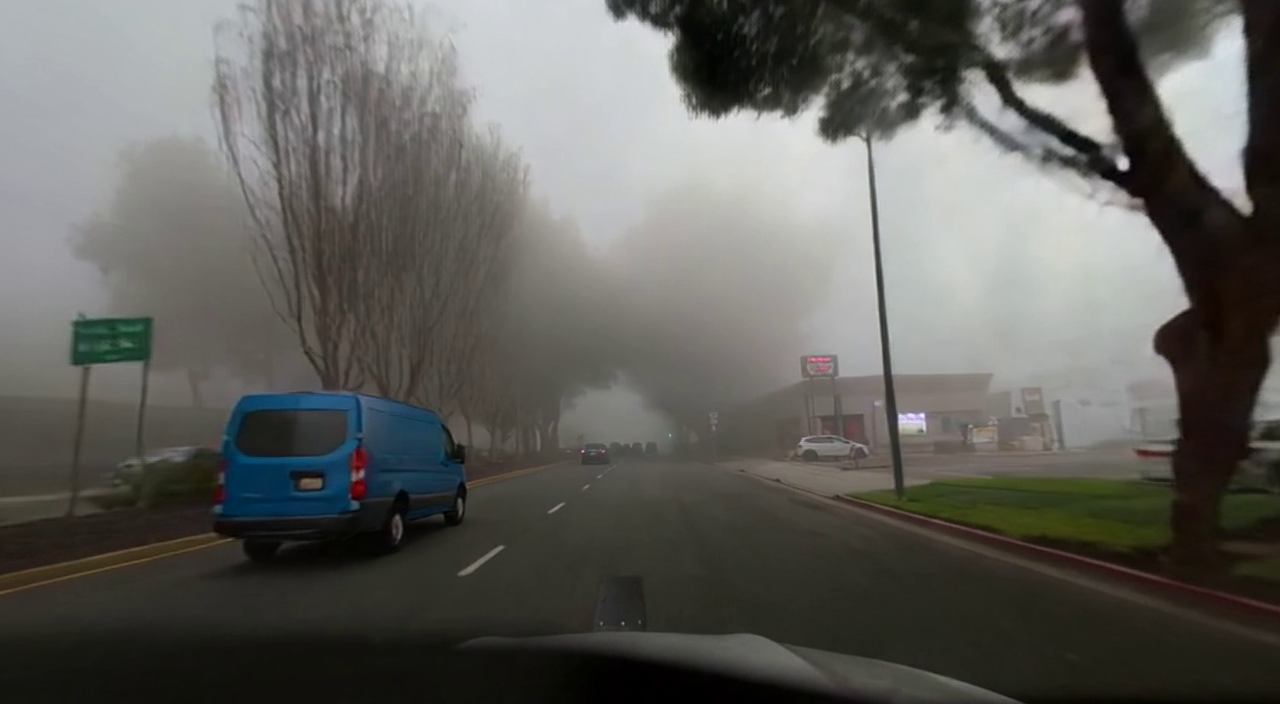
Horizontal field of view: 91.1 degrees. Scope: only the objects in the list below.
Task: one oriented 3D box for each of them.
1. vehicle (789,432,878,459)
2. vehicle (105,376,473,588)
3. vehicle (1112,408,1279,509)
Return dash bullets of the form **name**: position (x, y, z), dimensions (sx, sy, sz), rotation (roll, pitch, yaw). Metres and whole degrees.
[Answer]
- **vehicle**: position (11.371, 5.528, 37.116), dimensions (4.607, 1.471, 1.982), rotation (0, -8, 0)
- **vehicle**: position (-3.992, 1.578, 8.499), dimensions (2.152, 1.987, 4.952), rotation (0, -8, -1)
- **vehicle**: position (10.788, 1.761, 10.636), dimensions (3.935, 1.518, 1.985), rotation (0, -8, -1)
